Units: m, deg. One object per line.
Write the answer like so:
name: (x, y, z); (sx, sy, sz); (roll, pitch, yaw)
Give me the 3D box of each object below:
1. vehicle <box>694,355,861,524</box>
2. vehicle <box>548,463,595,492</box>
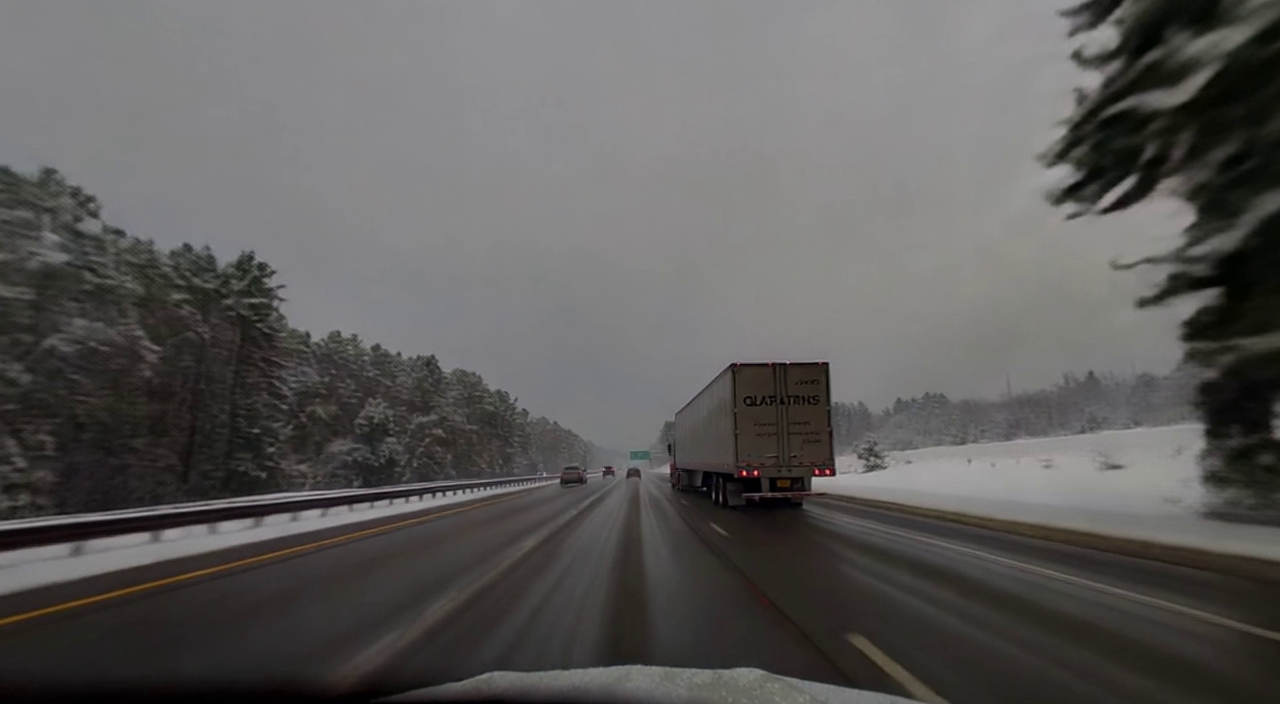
vehicle: (3.736, 3.039, 20.512); (2.871, 4.032, 10.642); (1, -10, -1)
vehicle: (-3.982, 7.408, 37.470); (2.180, 1.556, 4.895); (1, -10, 0)
